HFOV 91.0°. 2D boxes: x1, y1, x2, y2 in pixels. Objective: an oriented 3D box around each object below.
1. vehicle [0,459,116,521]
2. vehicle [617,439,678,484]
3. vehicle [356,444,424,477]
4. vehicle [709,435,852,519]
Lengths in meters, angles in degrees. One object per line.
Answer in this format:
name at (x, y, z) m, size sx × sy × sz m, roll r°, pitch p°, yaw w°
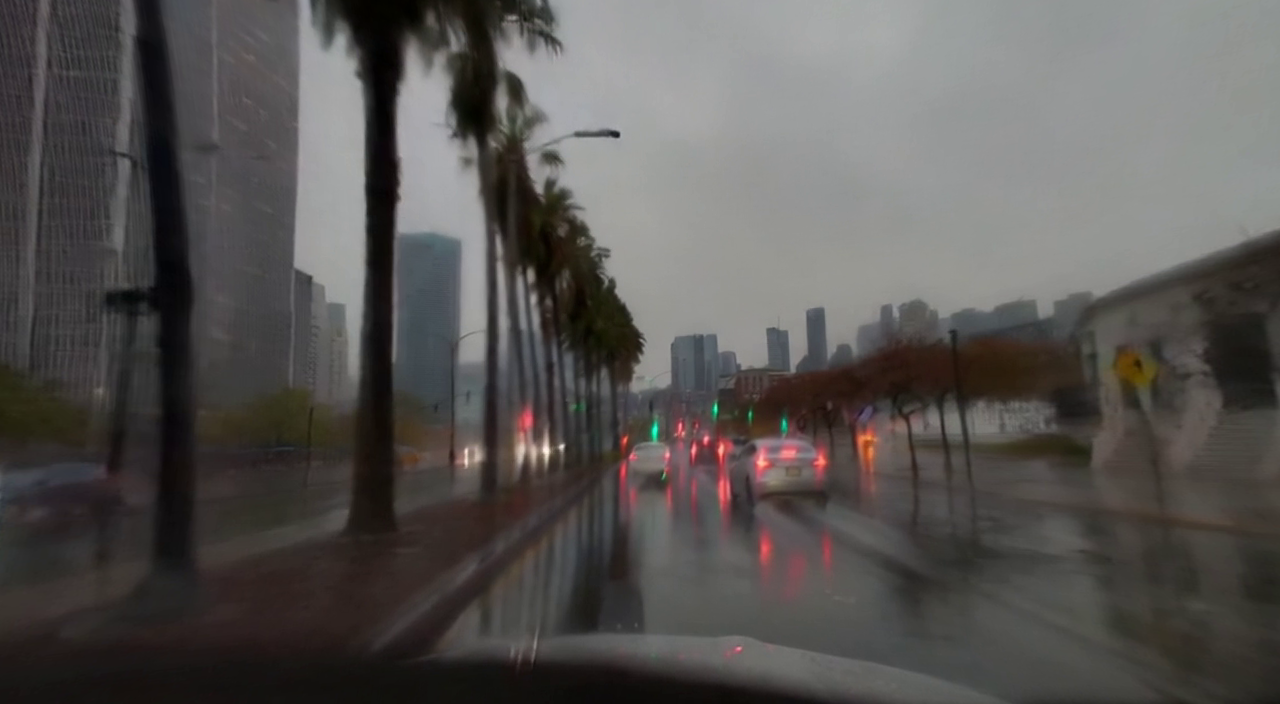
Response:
vehicle at (-18.198, 4.018, 18.618) m, size 1.887 × 1.569 × 4.014 m, roll 0°, pitch -8°, yaw 0°
vehicle at (0.335, 3.977, 23.169) m, size 2.077 × 1.518 × 3.760 m, roll -1°, pitch -8°, yaw 2°
vehicle at (-15.461, 6.698, 39.266) m, size 2.048 × 1.830 × 5.136 m, roll -1°, pitch -8°, yaw 1°
vehicle at (2.843, 2.651, 14.037) m, size 2.051 × 1.509 × 4.933 m, roll 0°, pitch -8°, yaw 0°
